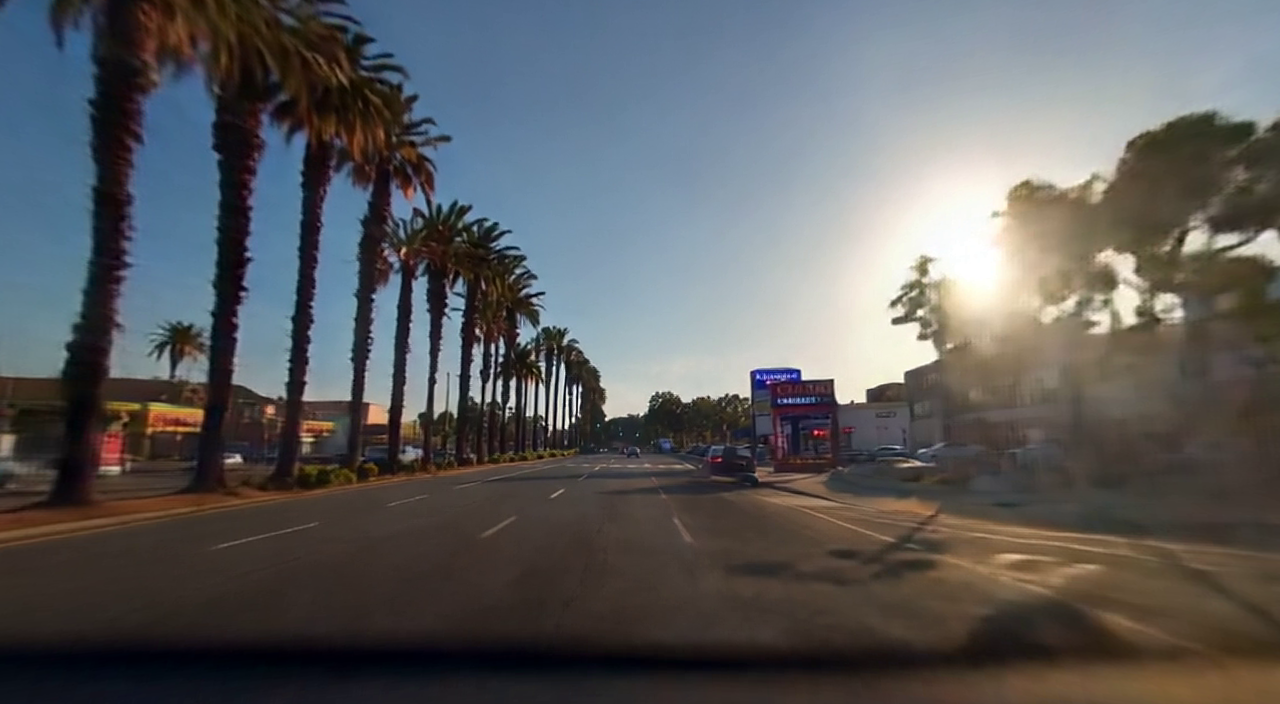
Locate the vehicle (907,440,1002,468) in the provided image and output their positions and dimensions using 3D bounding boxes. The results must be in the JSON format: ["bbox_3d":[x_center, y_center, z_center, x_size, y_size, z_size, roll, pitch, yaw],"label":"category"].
[{"bbox_3d":[19.064,6.196,38.447,4.552,1.649,2.187,0,-9,-4],"label":"vehicle"}]

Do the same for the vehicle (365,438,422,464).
[{"bbox_3d":[-16.850,6.825,43.467,2.013,1.658,4.697,0,-9,-1],"label":"vehicle"}]
